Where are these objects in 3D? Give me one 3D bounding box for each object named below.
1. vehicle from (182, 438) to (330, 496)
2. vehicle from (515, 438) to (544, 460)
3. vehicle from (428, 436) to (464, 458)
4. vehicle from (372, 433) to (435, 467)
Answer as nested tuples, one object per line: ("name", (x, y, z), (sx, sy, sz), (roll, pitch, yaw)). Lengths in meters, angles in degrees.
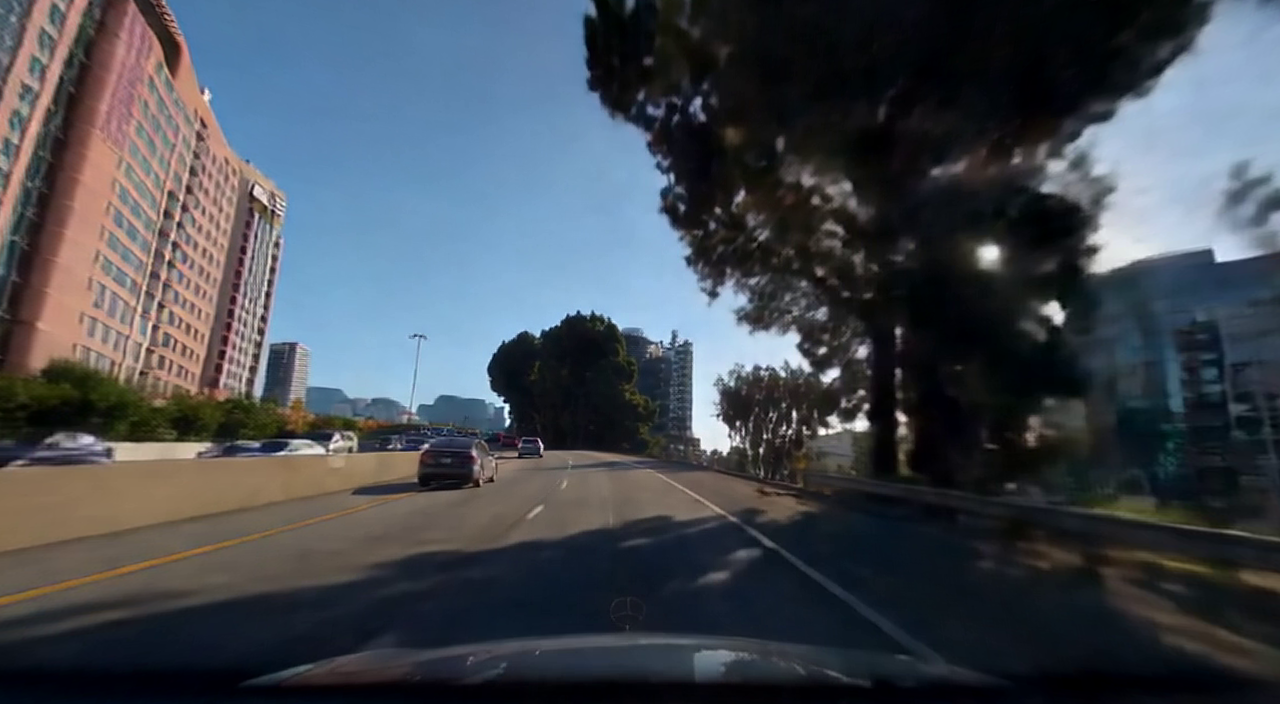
("vehicle", (-10.931, 3.266, 18.350), (1.902, 1.468, 4.103), (0, -8, -4))
("vehicle", (-7.933, 7.009, 45.522), (1.885, 1.469, 4.211), (1, -8, -8))
("vehicle", (-14.381, 7.106, 46.998), (1.897, 1.538, 4.033), (1, -9, -8))
("vehicle", (-12.702, 5.280, 34.186), (2.028, 1.675, 4.870), (1, -8, -6))
